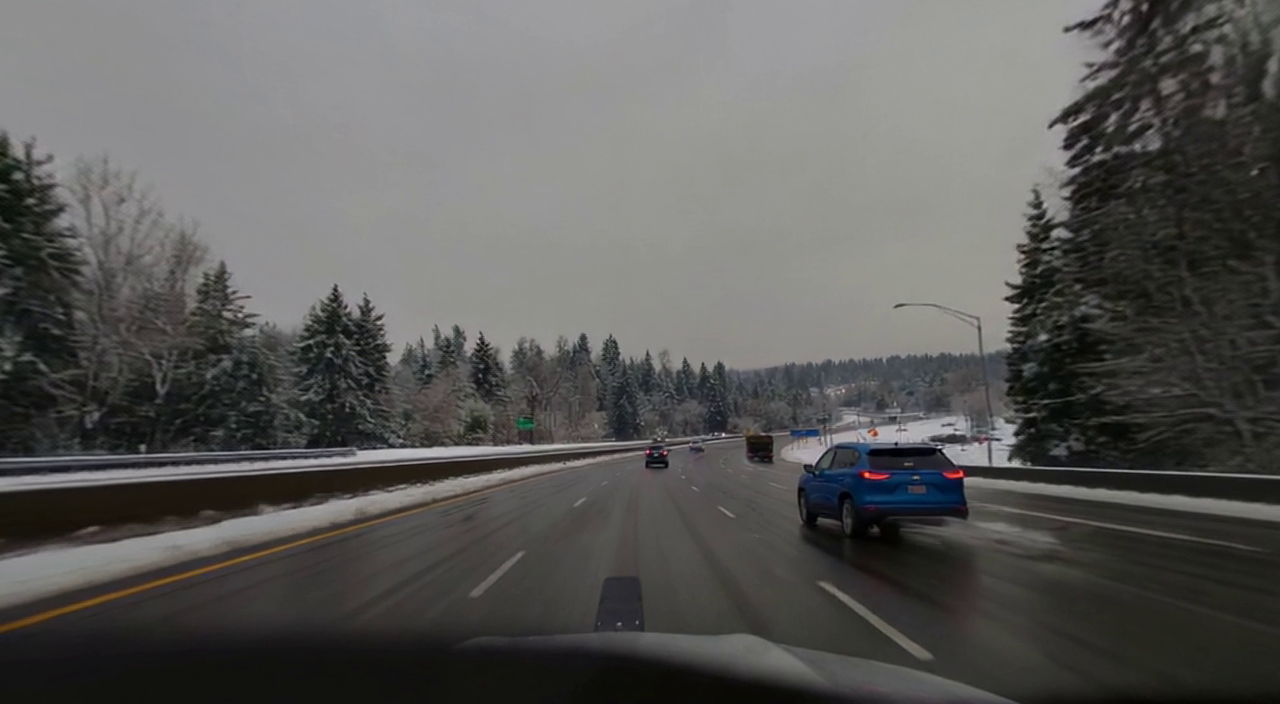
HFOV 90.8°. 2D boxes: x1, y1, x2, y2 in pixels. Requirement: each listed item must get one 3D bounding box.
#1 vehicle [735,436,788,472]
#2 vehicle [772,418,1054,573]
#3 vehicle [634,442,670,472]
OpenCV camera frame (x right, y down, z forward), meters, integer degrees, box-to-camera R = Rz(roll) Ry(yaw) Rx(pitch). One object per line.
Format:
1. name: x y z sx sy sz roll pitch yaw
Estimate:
1. vehicle: 8.023 6.819 42.368 2.526 2.230 6.190 -1 -9 2
2. vehicle: 3.434 1.892 9.111 2.097 1.659 4.320 0 -9 0
3. vehicle: 0.827 6.752 40.882 2.181 1.768 4.383 -1 -9 3
